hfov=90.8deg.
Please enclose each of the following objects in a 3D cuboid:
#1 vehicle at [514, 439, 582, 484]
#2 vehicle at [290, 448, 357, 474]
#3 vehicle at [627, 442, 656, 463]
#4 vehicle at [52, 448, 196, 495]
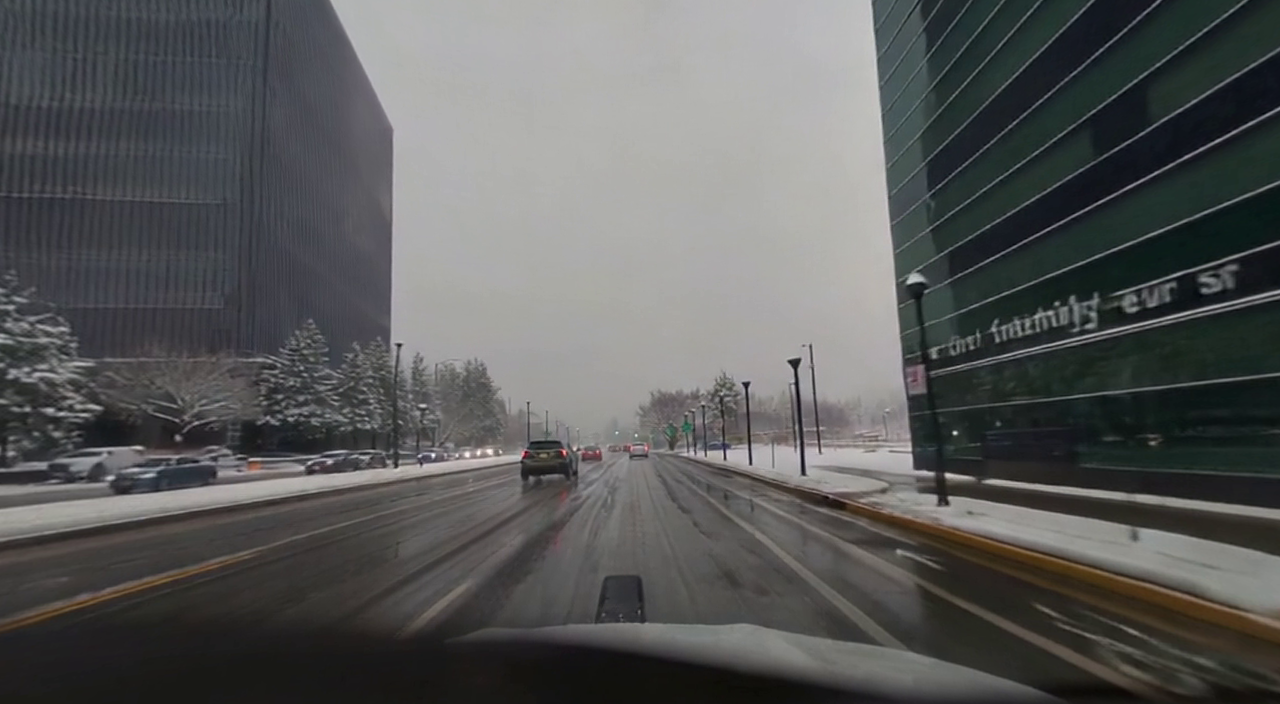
[{"bbox_3d":[-3.389,4.081,23.975,1.983,1.545,3.773,0,-8,0],"label":"vehicle"},{"bbox_3d":[-20.306,6.988,40.750,1.959,1.536,4.455,0,-8,0],"label":"vehicle"},{"bbox_3d":[0.107,7.529,47.391,2.102,1.482,4.125,0,-8,0],"label":"vehicle"},{"bbox_3d":[-20.360,4.686,25.235,1.900,1.638,4.567,0,-8,-1],"label":"vehicle"}]
